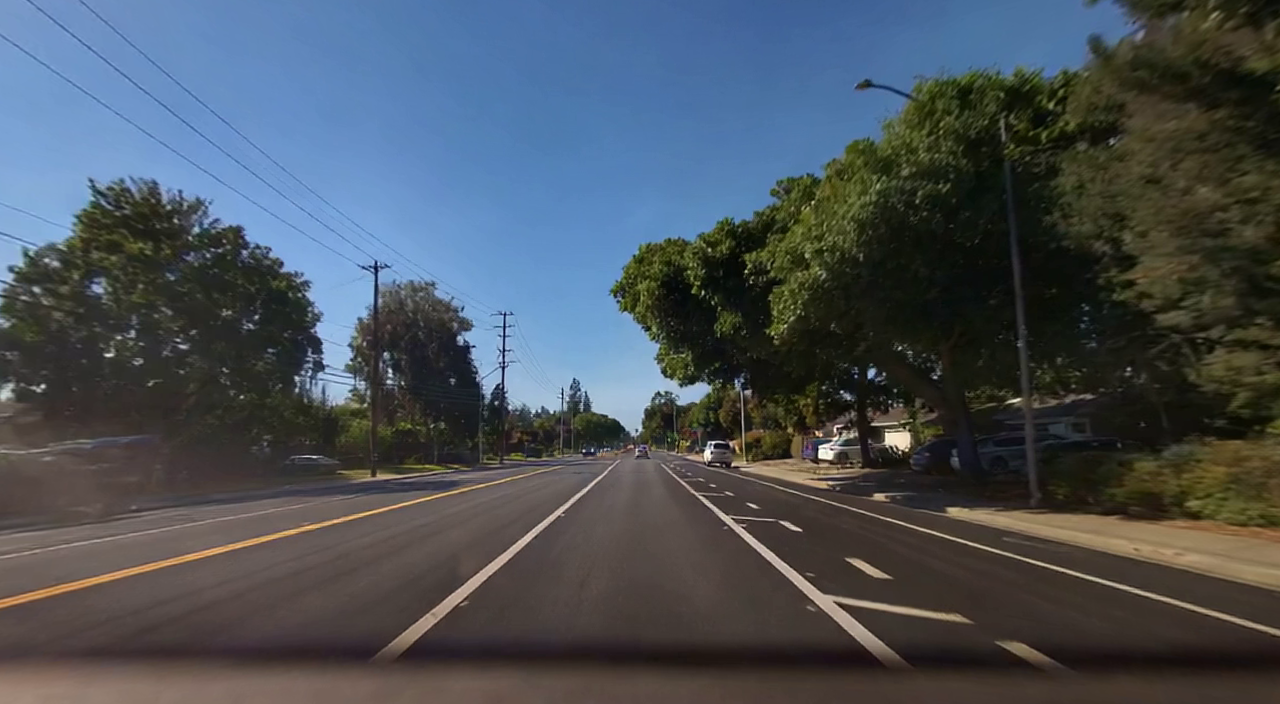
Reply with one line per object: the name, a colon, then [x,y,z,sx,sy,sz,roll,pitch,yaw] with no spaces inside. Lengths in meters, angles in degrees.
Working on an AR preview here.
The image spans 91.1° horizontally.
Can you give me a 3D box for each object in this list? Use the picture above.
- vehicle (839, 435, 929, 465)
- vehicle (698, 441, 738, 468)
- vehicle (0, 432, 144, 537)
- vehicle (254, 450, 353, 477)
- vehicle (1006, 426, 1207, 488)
vehicle: [14.076,5.668,36.447,4.399,1.663,1.970,0,-8,1]
vehicle: [5.537,7.353,45.216,2.114,1.799,4.960,0,-9,-2]
vehicle: [-12.828,2.600,12.537,2.125,1.914,4.759,-2,-7,-3]
vehicle: [-19.160,6.345,35.880,4.500,1.482,1.916,0,-9,1]
vehicle: [14.468,3.238,19.645,4.740,1.665,2.090,-1,-8,-6]
